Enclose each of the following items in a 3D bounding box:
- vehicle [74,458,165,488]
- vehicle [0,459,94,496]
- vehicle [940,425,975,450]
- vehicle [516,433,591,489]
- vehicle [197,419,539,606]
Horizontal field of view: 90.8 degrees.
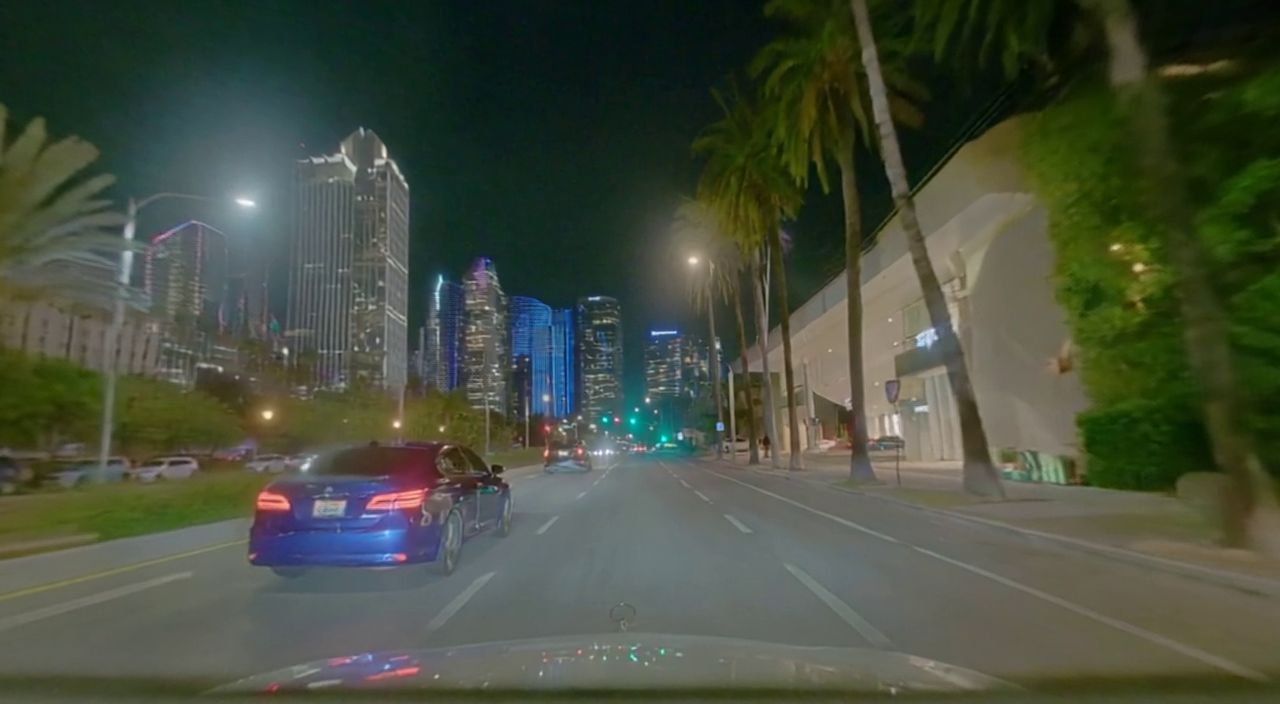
[{"bbox_3d":[-30.211,7.012,36.849,1.832,1.584,4.045,0,-8,1],"label":"vehicle"},{"bbox_3d":[-30.257,6.223,31.446,1.956,1.640,4.715,-2,-9,-1],"label":"vehicle"},{"bbox_3d":[24.996,6.771,49.715,1.679,1.923,3.703,-6,-11,37],"label":"vehicle"},{"bbox_3d":[-2.857,3.699,21.725,1.894,1.702,3.999,0,-8,2],"label":"vehicle"},{"bbox_3d":[-2.627,1.671,7.535,2.071,1.544,4.383,0,-8,1],"label":"vehicle"}]
